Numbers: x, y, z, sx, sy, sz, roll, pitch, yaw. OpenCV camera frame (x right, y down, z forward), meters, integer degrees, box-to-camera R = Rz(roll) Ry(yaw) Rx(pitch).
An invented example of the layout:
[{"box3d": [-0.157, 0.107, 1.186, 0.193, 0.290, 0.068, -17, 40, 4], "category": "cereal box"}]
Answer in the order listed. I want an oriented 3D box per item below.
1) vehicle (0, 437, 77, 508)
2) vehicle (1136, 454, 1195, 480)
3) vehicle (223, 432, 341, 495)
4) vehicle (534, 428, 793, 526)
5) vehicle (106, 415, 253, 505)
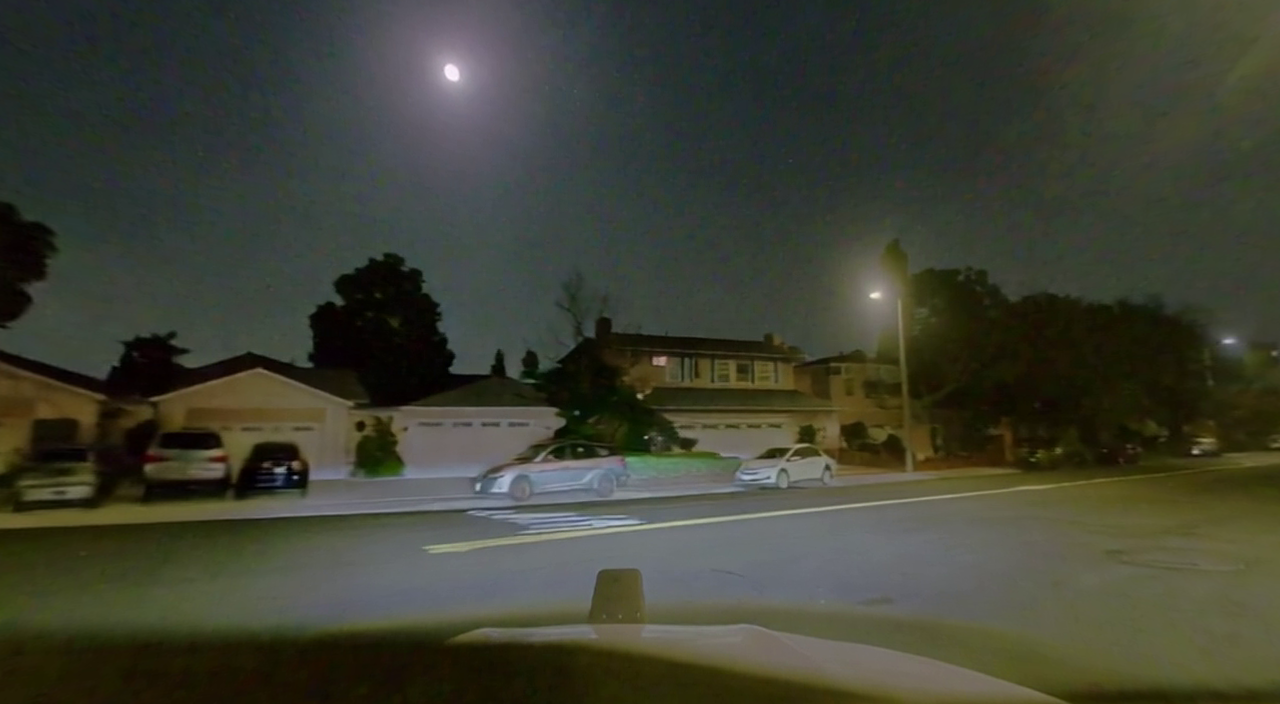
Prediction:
[{"box3d": [-15.084, 2.860, 15.356, 1.833, 1.540, 3.532, 8, -11, -42], "category": "vehicle"}, {"box3d": [32.936, 7.191, 39.700, 1.726, 1.416, 4.160, -4, -9, 24], "category": "vehicle"}, {"box3d": [-11.176, 3.389, 19.601, 2.160, 1.695, 4.183, 8, -11, -43], "category": "vehicle"}, {"box3d": [0.446, 2.545, 13.366, 5.082, 1.789, 1.947, 2, -9, -17], "category": "vehicle"}, {"box3d": [-12.632, 2.870, 17.171, 2.455, 2.018, 5.271, 8, -11, -42], "category": "vehicle"}]
